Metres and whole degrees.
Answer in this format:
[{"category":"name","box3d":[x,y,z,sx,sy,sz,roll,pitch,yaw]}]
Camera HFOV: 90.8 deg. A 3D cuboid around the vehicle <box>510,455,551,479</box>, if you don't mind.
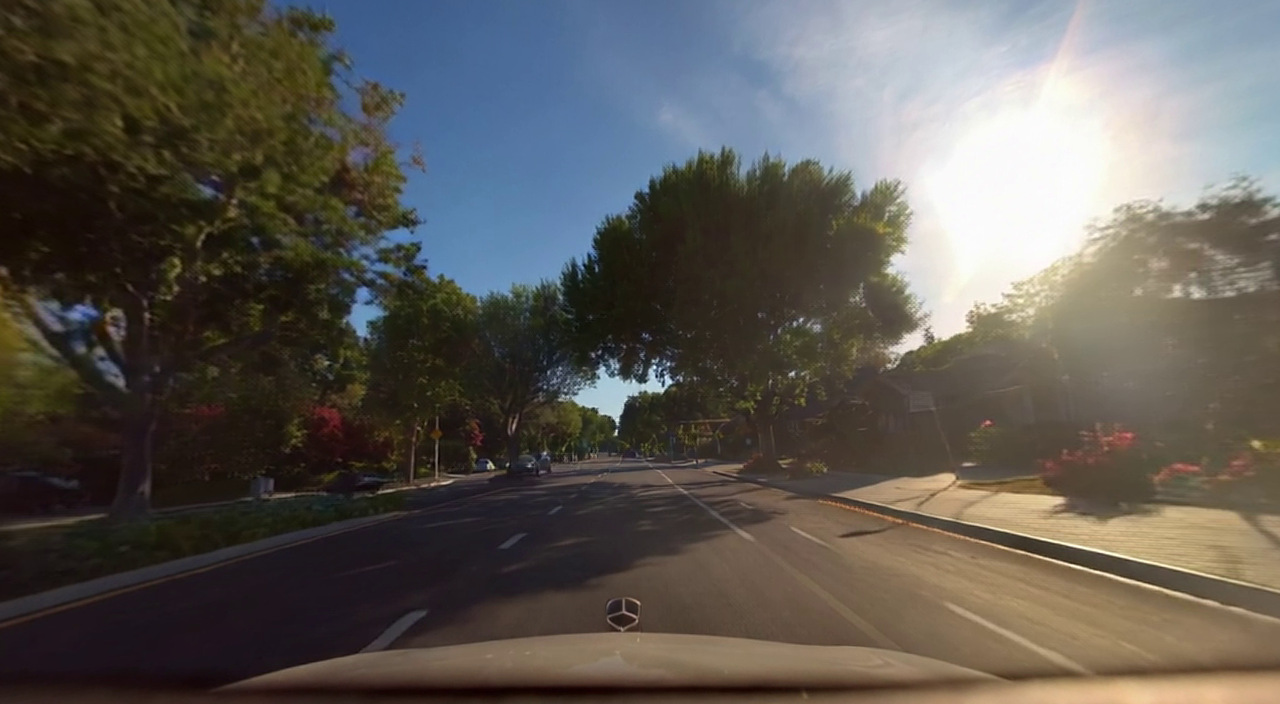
[{"category":"vehicle","box3d":[-7.408,7.835,43.247,2.006,1.501,4.789,0,-9,0]}]
